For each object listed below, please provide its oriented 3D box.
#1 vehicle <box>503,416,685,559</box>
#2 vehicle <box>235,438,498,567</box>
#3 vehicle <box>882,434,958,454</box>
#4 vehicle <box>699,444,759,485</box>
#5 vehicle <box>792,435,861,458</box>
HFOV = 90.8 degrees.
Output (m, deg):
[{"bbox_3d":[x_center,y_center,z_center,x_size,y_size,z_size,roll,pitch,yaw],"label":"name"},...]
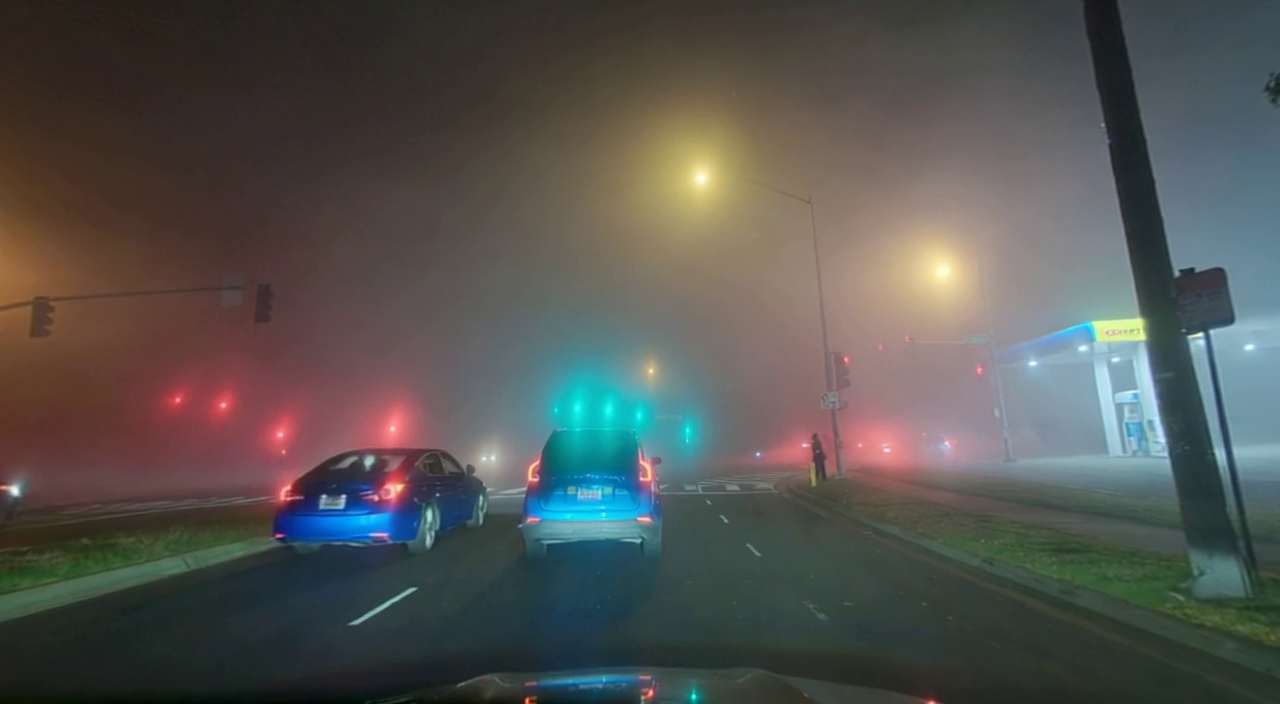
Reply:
[{"bbox_3d":[-0.569,1.965,9.874,2.210,1.722,4.215,0,-8,0],"label":"vehicle"},{"bbox_3d":[-3.697,2.086,9.601,2.003,1.492,4.291,0,-8,1],"label":"vehicle"},{"bbox_3d":[20.746,6.831,46.936,4.700,1.417,1.789,0,-8,2],"label":"vehicle"},{"bbox_3d":[3.583,4.356,24.844,1.976,1.462,4.342,-2,-9,12],"label":"vehicle"},{"bbox_3d":[13.889,7.056,47.222,4.524,1.681,1.823,0,-8,-1],"label":"vehicle"}]
